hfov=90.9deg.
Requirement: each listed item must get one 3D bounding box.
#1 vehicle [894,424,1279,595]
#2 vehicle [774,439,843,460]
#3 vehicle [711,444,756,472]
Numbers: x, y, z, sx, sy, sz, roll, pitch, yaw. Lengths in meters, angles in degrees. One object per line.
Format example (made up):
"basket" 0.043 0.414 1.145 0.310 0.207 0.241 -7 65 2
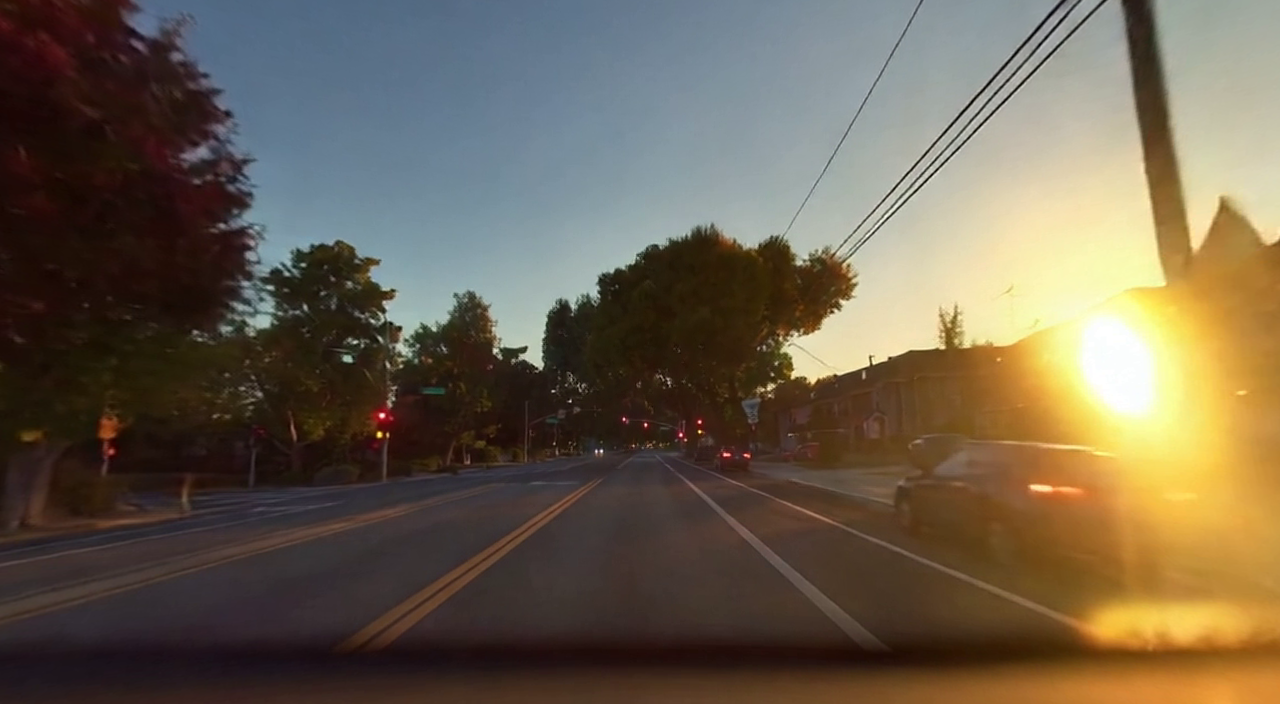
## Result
"vehicle" 5.000 1.757 7.911 1.955 1.549 4.129 0 -8 1
"vehicle" 12.385 7.200 46.546 4.502 1.470 1.839 0 -8 -1
"vehicle" 5.343 6.123 36.707 2.032 1.478 5.040 0 -8 2
